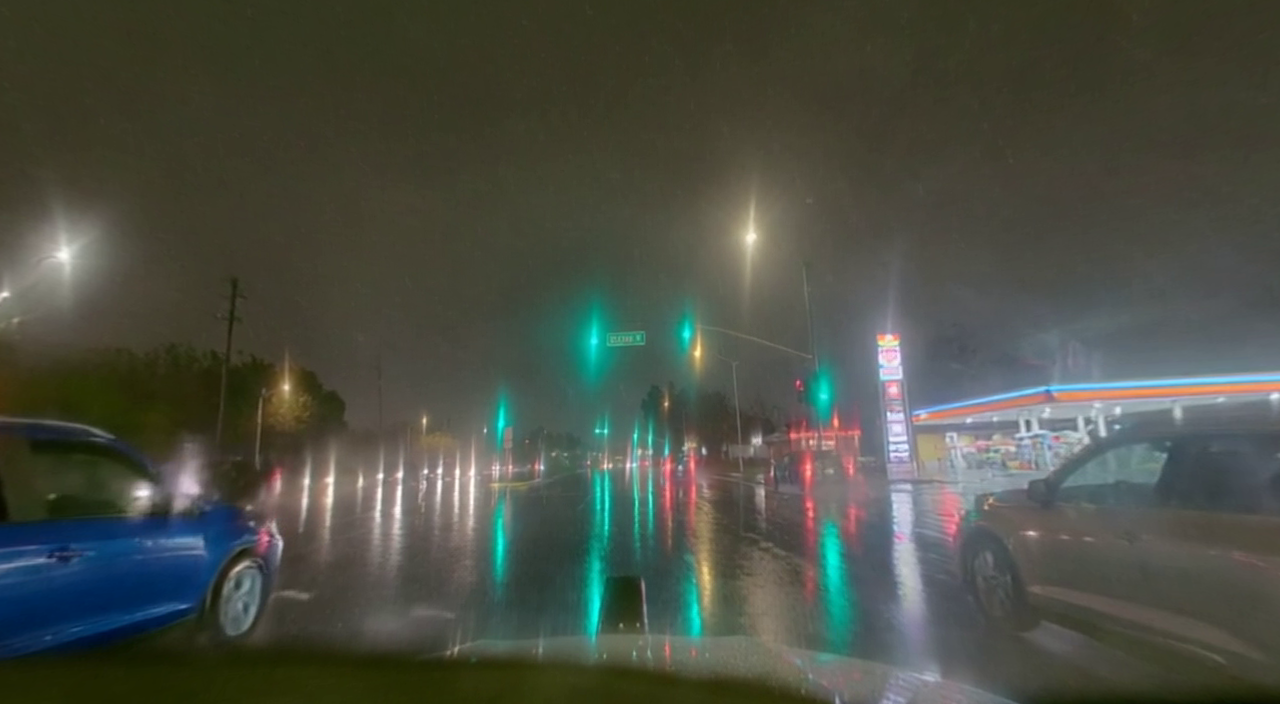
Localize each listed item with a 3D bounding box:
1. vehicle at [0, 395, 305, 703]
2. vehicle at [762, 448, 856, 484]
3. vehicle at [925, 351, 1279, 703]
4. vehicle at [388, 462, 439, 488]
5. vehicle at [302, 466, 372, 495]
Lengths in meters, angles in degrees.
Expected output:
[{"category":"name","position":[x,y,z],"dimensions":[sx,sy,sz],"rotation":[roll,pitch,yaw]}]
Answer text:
[{"category":"vehicle","position":[-3.711,1.069,3.118],"dimensions":[1.935,1.617,4.045],"rotation":[0,-9,-1]},{"category":"vehicle","position":[8.656,5.835,32.680],"dimensions":[2.066,1.699,4.419],"rotation":[5,-10,-32]},{"category":"vehicle","position":[3.306,0.888,2.627],"dimensions":[2.085,1.655,4.459],"rotation":[0,-9,-1]},{"category":"vehicle","position":[-15.004,8.167,42.079],"dimensions":[1.751,1.484,4.561],"rotation":[0,-9,-1]},{"category":"vehicle","position":[-18.378,7.806,38.593],"dimensions":[2.083,1.466,4.565],"rotation":[0,-9,-1]}]
